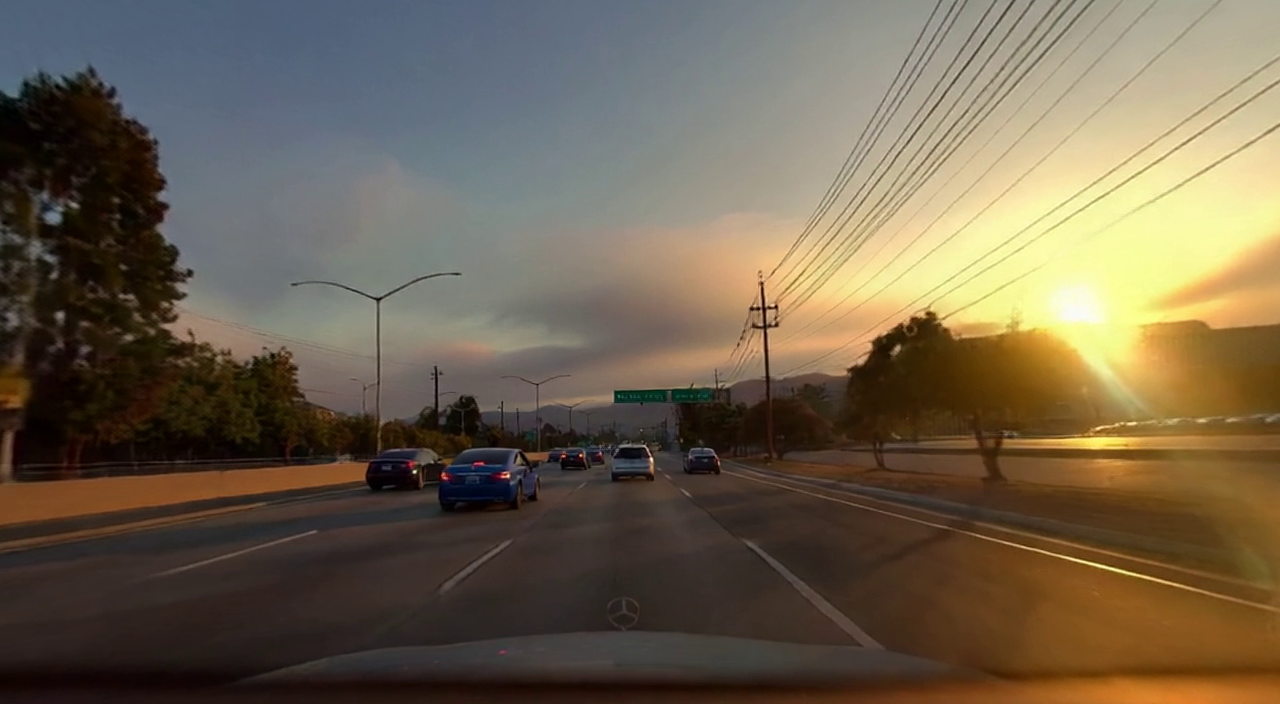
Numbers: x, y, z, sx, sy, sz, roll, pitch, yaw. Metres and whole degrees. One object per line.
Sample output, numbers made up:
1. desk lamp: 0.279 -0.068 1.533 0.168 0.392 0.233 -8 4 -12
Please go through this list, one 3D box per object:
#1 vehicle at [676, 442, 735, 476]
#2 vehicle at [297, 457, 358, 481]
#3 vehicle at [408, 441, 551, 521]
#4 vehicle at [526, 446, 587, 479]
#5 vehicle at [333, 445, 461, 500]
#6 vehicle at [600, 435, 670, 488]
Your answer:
1. vehicle: 3.029 5.066 30.173 2.197 1.464 4.356 0 -8 -2
2. vehicle: -22.344 8.346 45.358 2.048 1.530 4.605 0 -8 0
3. vehicle: -3.272 2.714 13.915 1.958 1.447 4.454 0 -8 0
4. vehicle: -3.759 5.068 29.336 2.203 1.425 4.610 0 -8 0
5. vehicle: -7.105 3.534 19.090 1.959 1.435 4.719 0 -8 1
6. vehicle: -0.179 3.909 22.900 2.284 1.699 4.168 0 -8 0
